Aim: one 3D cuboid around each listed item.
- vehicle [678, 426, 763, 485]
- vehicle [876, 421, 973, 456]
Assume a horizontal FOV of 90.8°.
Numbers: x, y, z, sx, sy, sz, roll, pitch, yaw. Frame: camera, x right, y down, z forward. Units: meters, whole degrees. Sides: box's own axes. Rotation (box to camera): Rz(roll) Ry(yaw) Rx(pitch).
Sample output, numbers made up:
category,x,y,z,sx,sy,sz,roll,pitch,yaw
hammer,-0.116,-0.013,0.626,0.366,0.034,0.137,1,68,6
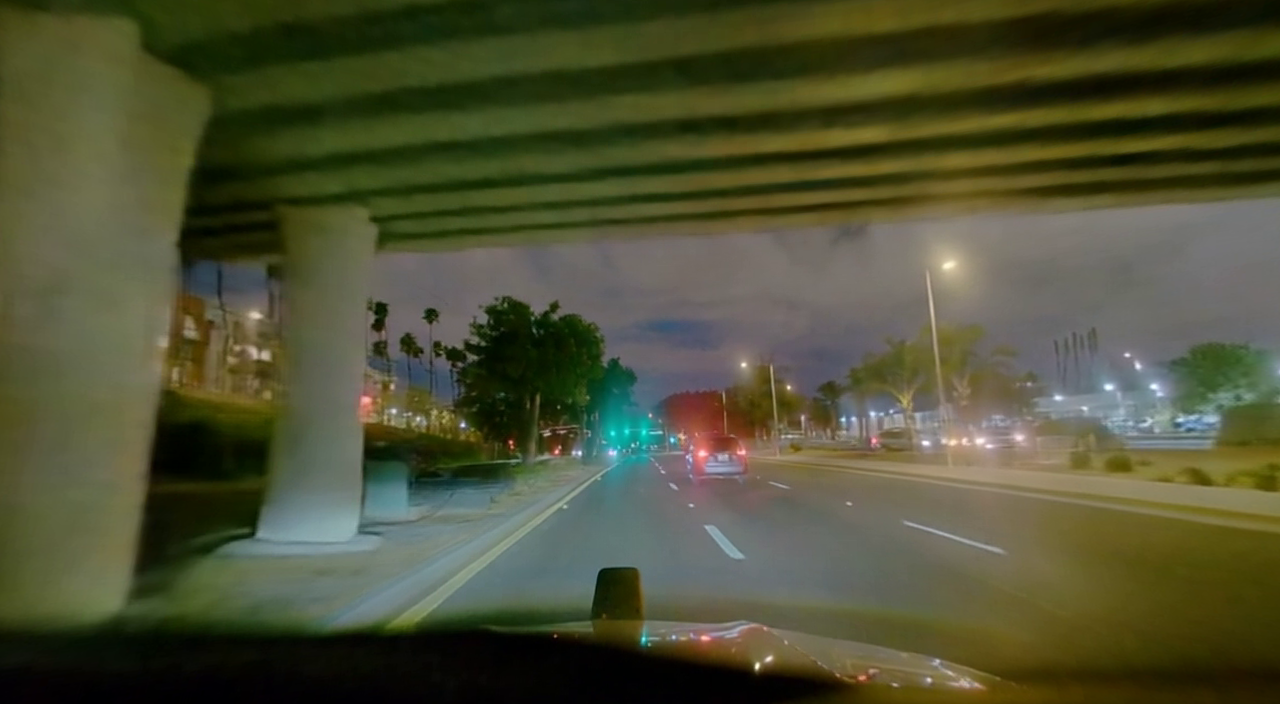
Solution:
category,x,y,z,sx,sy,sz,roll,pitch,yaw
vehicle,2.959,4.020,24.761,2.559,2.017,5.562,0,-9,0
vehicle,19.583,6.072,43.906,2.305,2.084,6.115,1,-10,-21
